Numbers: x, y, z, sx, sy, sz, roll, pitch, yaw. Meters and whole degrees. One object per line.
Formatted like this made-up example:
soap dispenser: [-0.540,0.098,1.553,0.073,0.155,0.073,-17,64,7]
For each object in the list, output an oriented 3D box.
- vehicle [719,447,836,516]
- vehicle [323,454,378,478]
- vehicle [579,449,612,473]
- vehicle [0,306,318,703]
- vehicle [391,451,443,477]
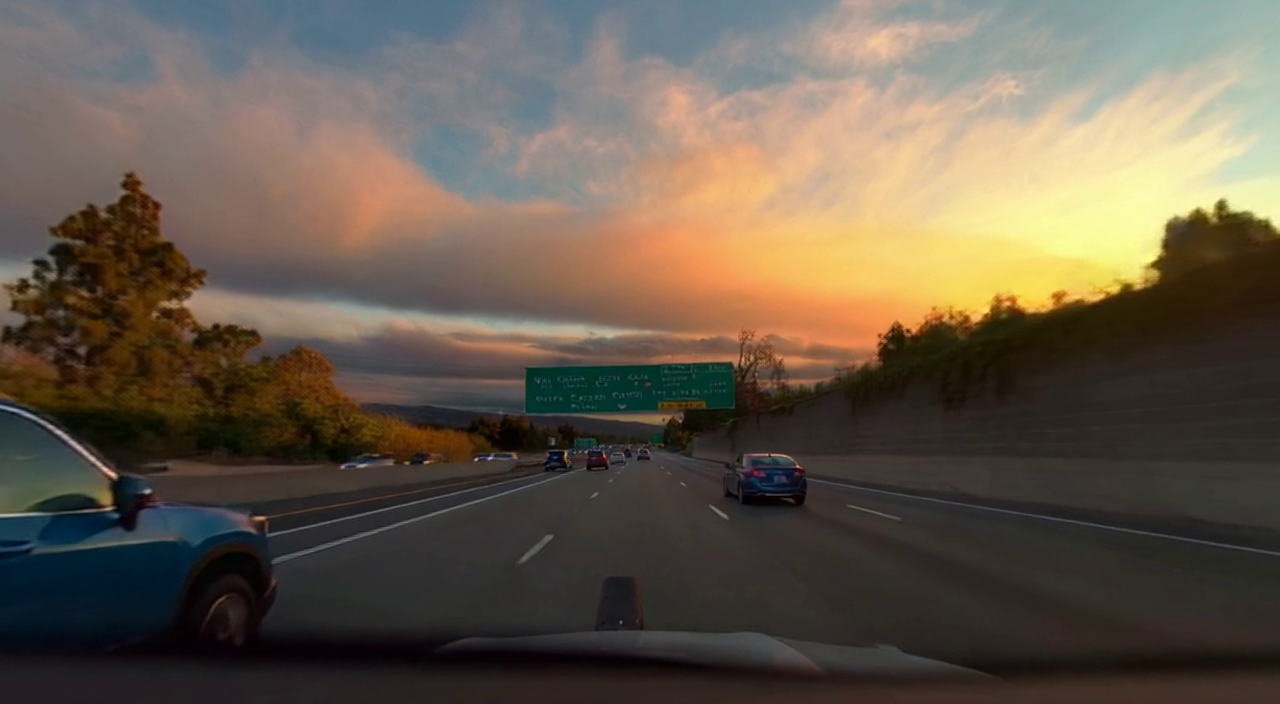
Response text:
vehicle: [3.272,3.161,15.905,1.979,1.486,4.125,0,-9,-1]
vehicle: [-21.366,8.402,46.694,1.883,1.620,4.473,0,-9,2]
vehicle: [-3.084,7.634,44.505,2.030,1.563,4.389,0,-9,0]
vehicle: [-3.170,0.688,1.773,2.137,1.756,4.453,0,-9,0]
vehicle: [-14.842,7.433,42.152,1.871,1.575,4.290,0,-9,1]
